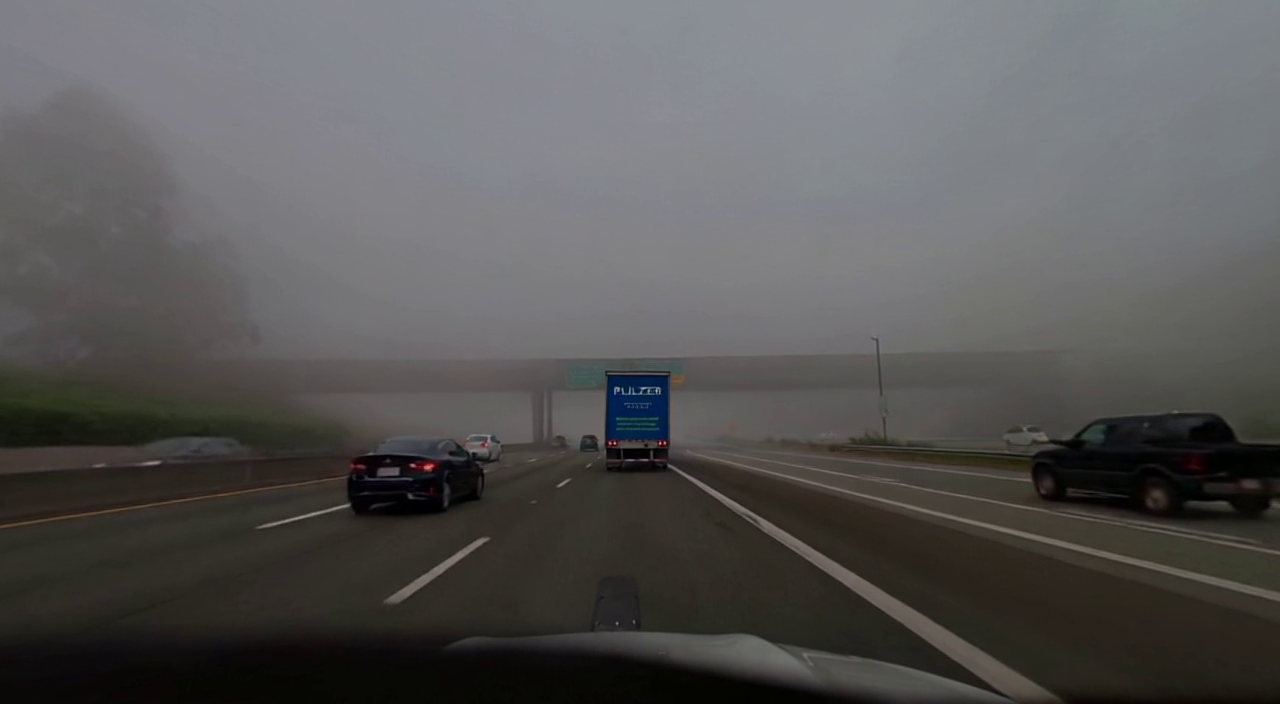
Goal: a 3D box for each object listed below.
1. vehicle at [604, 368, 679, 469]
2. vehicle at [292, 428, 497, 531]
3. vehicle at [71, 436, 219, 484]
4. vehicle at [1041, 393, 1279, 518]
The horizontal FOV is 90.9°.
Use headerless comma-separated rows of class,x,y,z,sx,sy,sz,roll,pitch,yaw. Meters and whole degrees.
vehicle,-0.114,3.390,30.568,2.926,3.959,11.818,0,-8,-2
vehicle,-3.979,2.101,11.097,1.943,1.446,4.158,0,-8,0
vehicle,-16.662,3.616,21.522,1.800,1.448,4.094,0,-8,-2
vehicle,9.976,1.845,11.637,2.052,1.841,4.481,0,-8,-2
